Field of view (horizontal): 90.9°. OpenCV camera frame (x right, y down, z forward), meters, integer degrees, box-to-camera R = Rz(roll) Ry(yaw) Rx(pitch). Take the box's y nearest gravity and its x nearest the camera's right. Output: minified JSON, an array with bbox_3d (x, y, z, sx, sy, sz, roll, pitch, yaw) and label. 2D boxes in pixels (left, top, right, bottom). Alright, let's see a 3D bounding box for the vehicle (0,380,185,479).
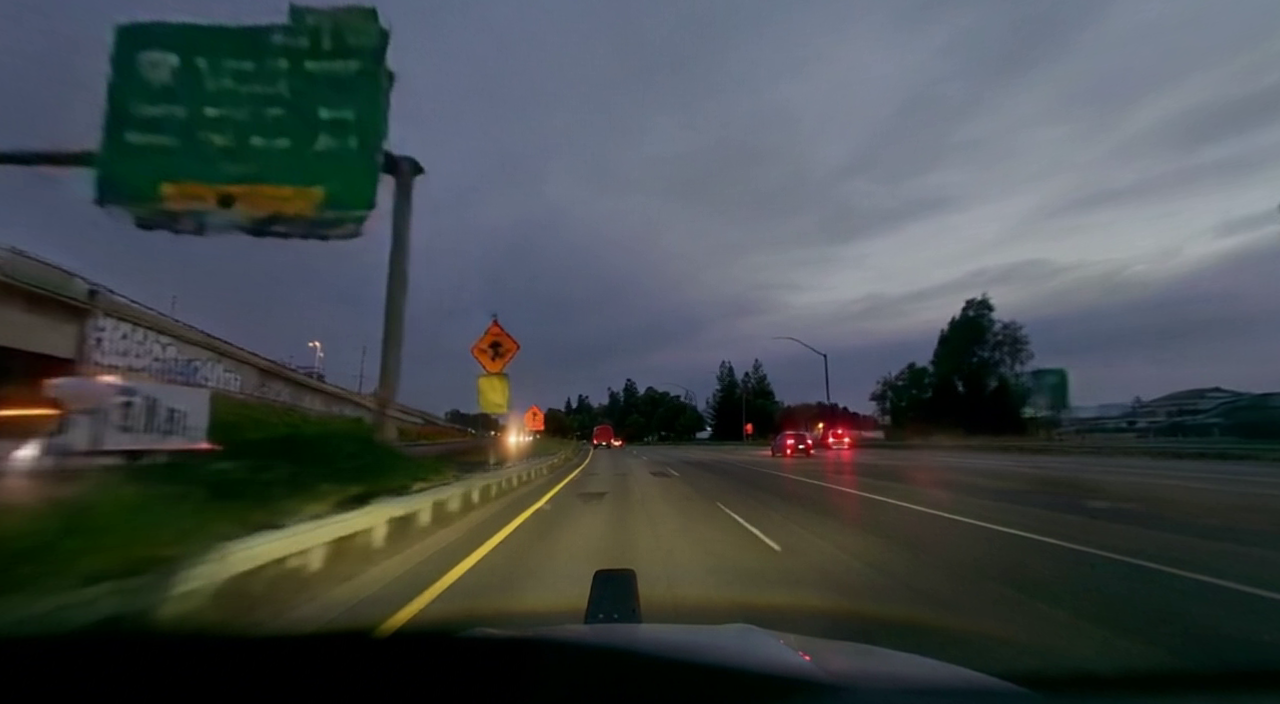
[{"bbox_3d":[-18.590,2.604,21.036,2.354,2.823,5.911,0,-8,-1],"label":"vehicle"}]
